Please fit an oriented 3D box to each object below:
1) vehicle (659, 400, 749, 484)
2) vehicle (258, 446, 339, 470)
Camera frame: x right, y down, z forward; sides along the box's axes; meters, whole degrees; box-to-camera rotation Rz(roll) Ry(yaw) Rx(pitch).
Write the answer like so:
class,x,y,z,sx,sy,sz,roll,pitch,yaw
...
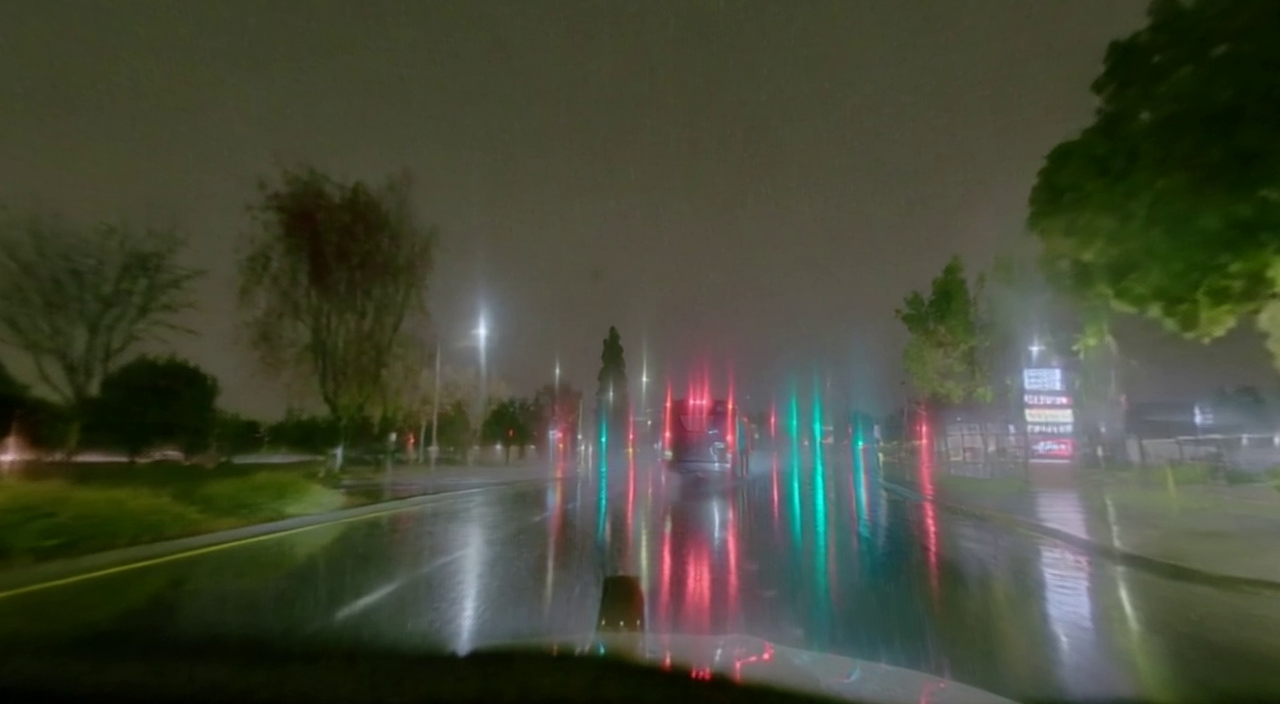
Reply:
class,x,y,z,sx,sy,sz,roll,pitch,yaw
vehicle,3.585,4.619,31.634,3.031,3.429,11.005,-1,-10,14
vehicle,-23.229,7.184,42.959,1.798,1.484,4.546,-5,-9,29
